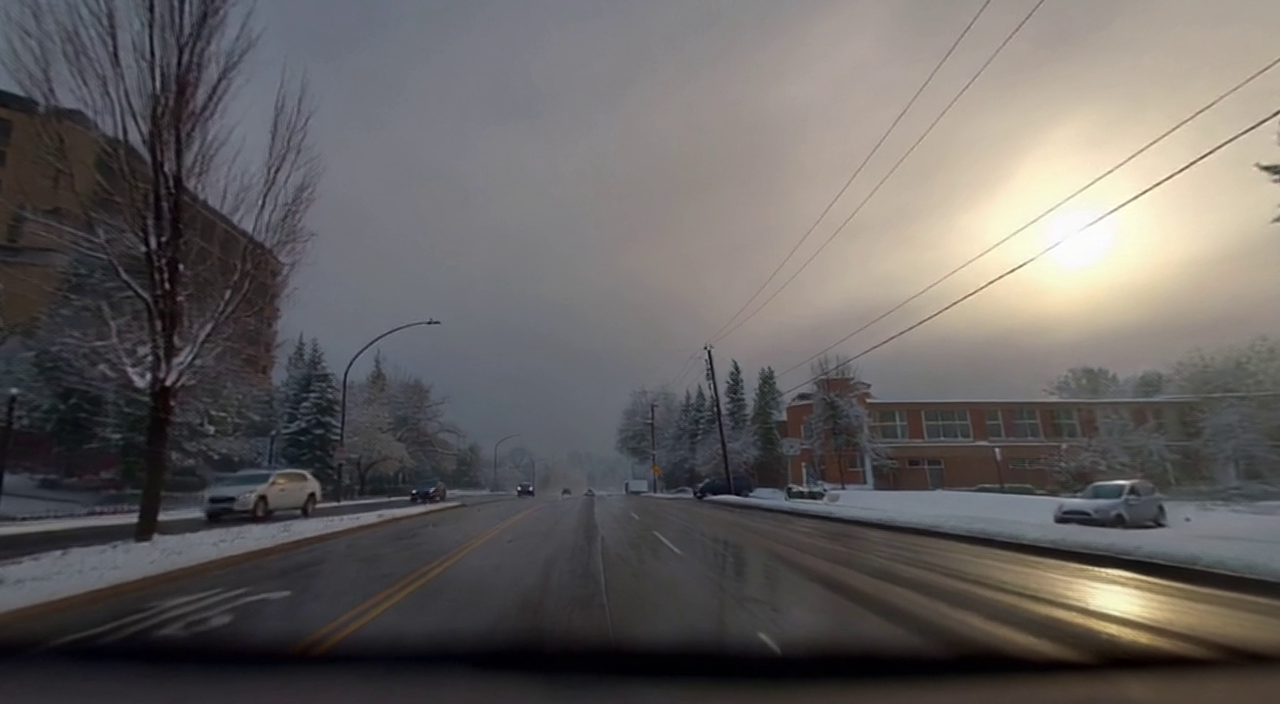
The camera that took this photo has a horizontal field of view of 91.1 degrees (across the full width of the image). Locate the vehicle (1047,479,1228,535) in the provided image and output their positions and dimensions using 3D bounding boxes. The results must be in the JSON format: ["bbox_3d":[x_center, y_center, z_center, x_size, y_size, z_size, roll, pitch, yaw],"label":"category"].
[{"bbox_3d":[15.603,4.919,19.867,4.030,1.483,1.859,-2,-15,-3],"label":"vehicle"}]

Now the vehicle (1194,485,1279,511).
[{"bbox_3d":[43.181,10.502,45.415,1.803,1.498,4.568,1,-9,-3],"label":"vehicle"}]

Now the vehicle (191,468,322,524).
[{"bbox_3d":[-13.214,4.948,21.998,2.060,1.618,4.203,1,-9,-3],"label":"vehicle"}]

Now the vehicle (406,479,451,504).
[{"bbox_3d":[-15.400,10.139,45.913,1.941,1.511,4.348,1,-9,-3],"label":"vehicle"}]
